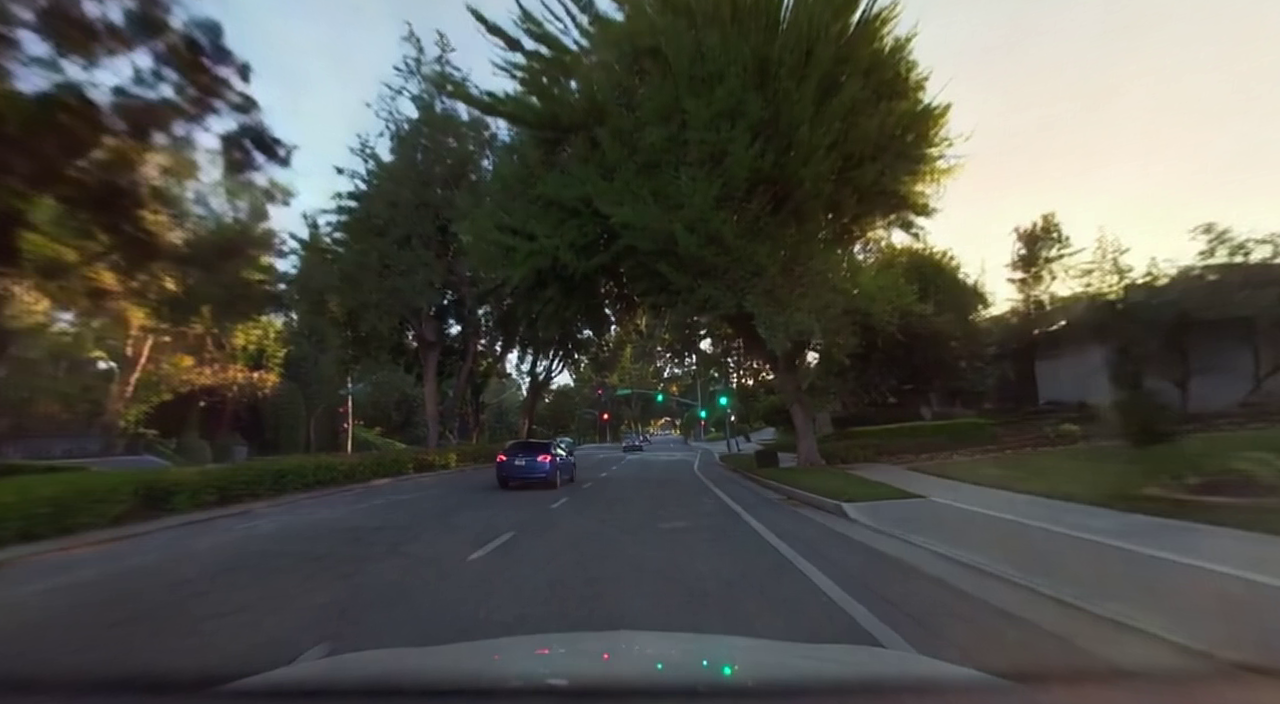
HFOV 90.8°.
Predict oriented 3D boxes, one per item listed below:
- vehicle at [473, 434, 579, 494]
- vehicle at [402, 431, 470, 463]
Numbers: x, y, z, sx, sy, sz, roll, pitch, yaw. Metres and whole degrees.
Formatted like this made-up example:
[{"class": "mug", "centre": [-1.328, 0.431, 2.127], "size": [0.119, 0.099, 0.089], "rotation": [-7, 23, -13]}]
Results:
[{"class": "vehicle", "centre": [-3.130, 3.209, 18.448], "size": [2.038, 1.486, 4.678], "rotation": [-1, -9, 3]}, {"class": "vehicle", "centre": [-15.362, 7.230, 48.127], "size": [2.734, 2.261, 6.993], "rotation": [0, -9, 1]}]
